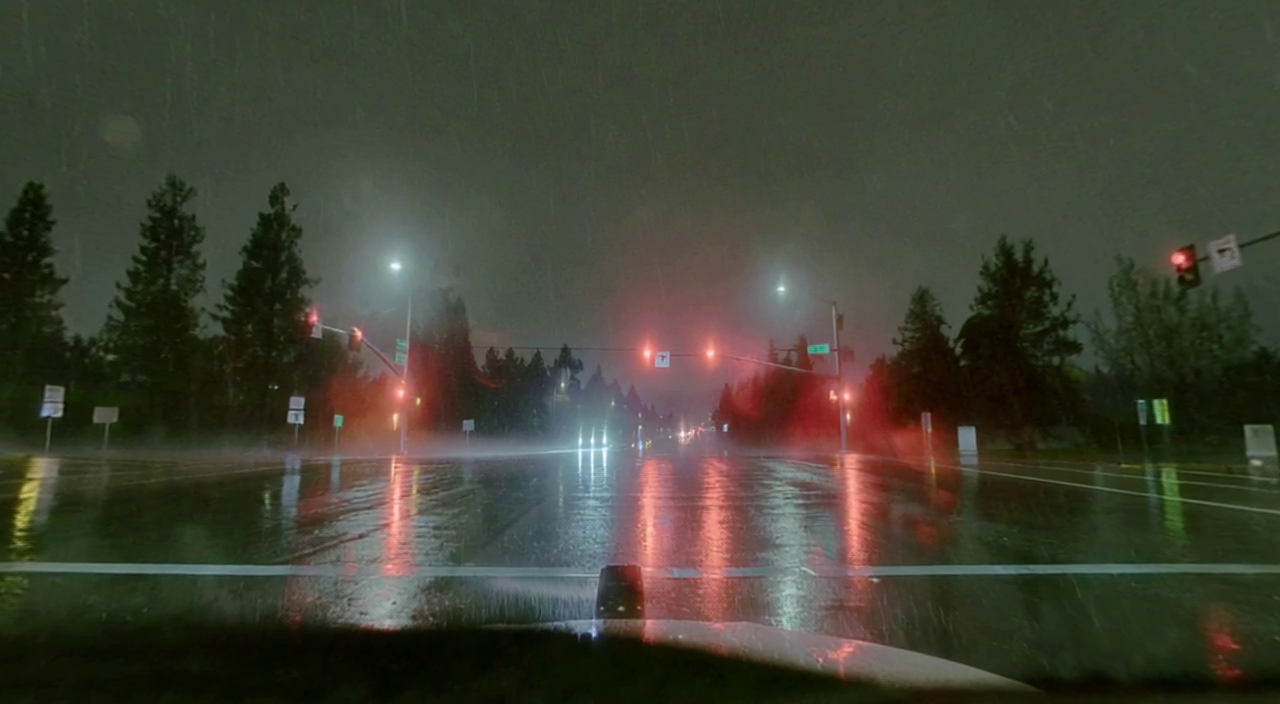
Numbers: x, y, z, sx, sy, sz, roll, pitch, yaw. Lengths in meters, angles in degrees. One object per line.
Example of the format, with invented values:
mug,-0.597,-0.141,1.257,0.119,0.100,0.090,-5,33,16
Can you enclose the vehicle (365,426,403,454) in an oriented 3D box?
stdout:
vehicle,-19.982,6.847,48.944,1.873,2.079,2.879,6,-11,-37
